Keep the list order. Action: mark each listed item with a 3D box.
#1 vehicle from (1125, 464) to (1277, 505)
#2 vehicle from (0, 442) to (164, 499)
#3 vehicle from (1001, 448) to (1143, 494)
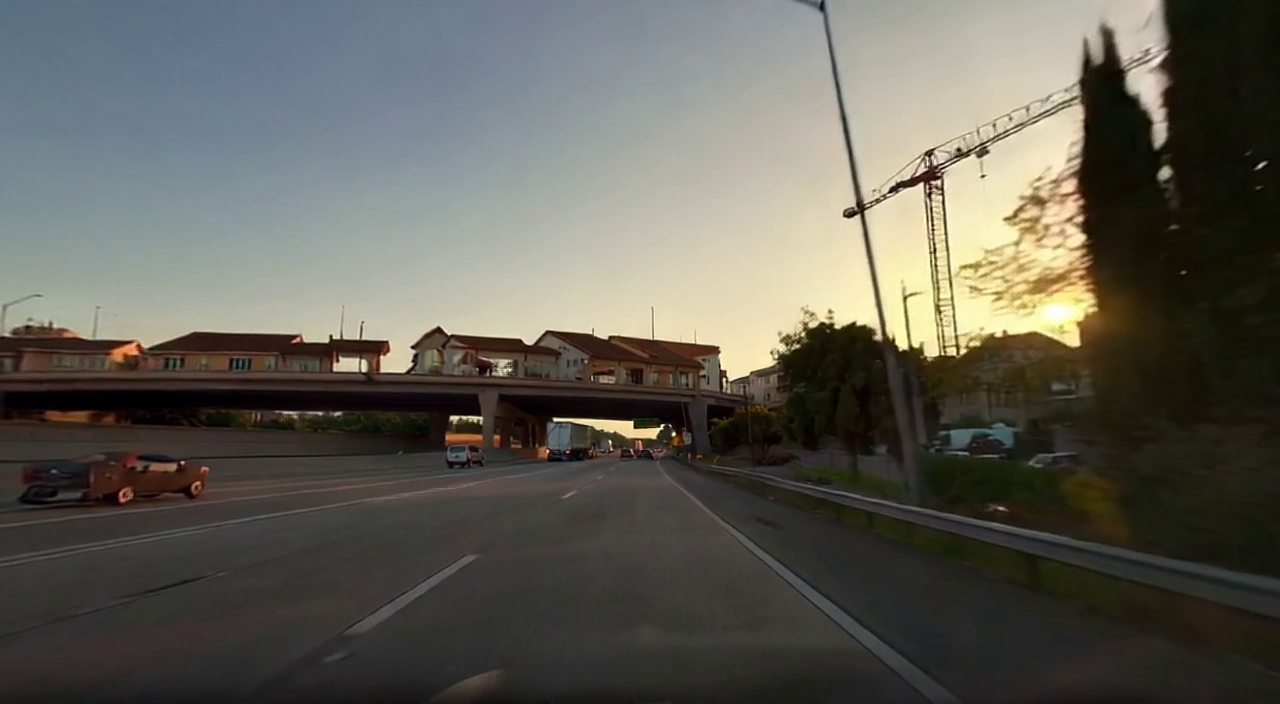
[{"bbox_3d":[22.753,5.380,25.737,4.308,1.519,1.951,0,-8,-1],"label":"vehicle"},{"bbox_3d":[-19.499,4.062,22.159,1.932,1.752,4.541,0,-9,2],"label":"vehicle"},{"bbox_3d":[22.603,6.218,33.208,5.721,1.944,2.251,-3,-7,-1],"label":"vehicle"}]
